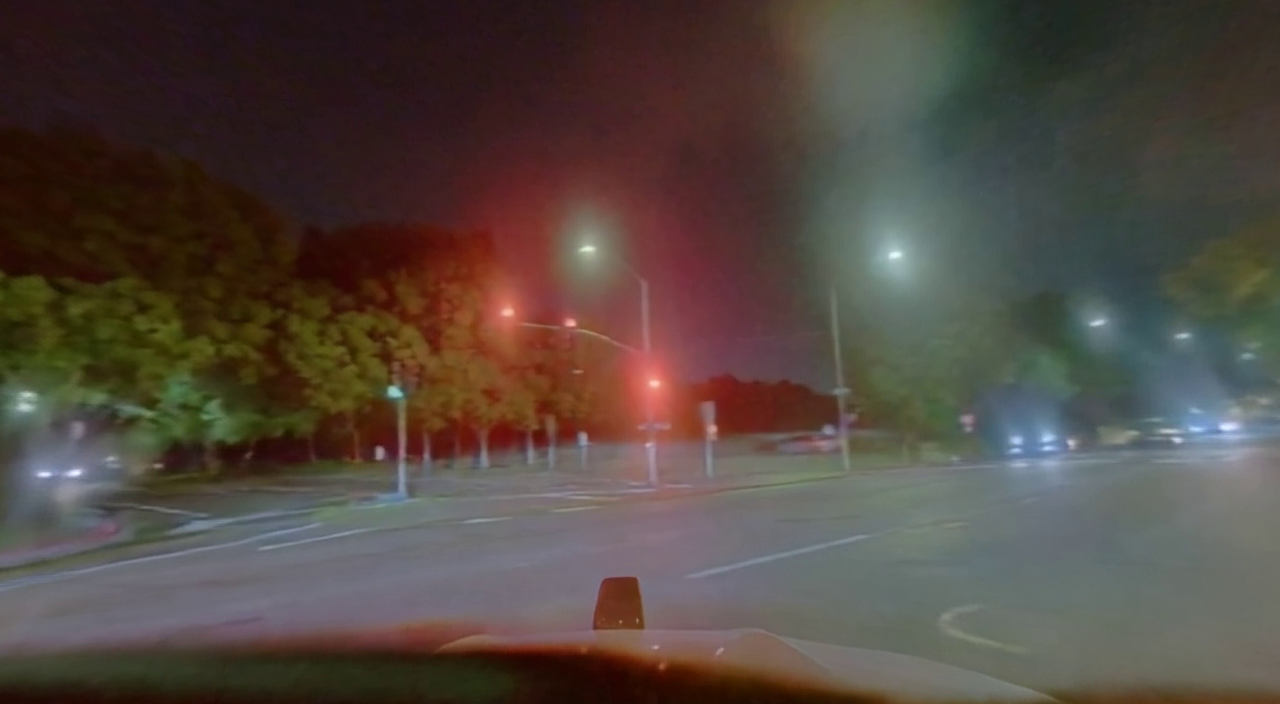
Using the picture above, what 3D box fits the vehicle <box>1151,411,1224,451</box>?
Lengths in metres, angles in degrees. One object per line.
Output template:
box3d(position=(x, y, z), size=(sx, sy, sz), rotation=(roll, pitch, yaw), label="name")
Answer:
box3d(position=(24.814, 3.641, 28.600), size=(4.025, 1.663, 2.034), rotation=(8, -12, -44), label="vehicle")

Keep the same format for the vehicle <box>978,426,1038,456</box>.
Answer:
box3d(position=(20.009, 4.846, 34.272), size=(1.786, 1.499, 3.797), rotation=(-9, -12, 44), label="vehicle")
